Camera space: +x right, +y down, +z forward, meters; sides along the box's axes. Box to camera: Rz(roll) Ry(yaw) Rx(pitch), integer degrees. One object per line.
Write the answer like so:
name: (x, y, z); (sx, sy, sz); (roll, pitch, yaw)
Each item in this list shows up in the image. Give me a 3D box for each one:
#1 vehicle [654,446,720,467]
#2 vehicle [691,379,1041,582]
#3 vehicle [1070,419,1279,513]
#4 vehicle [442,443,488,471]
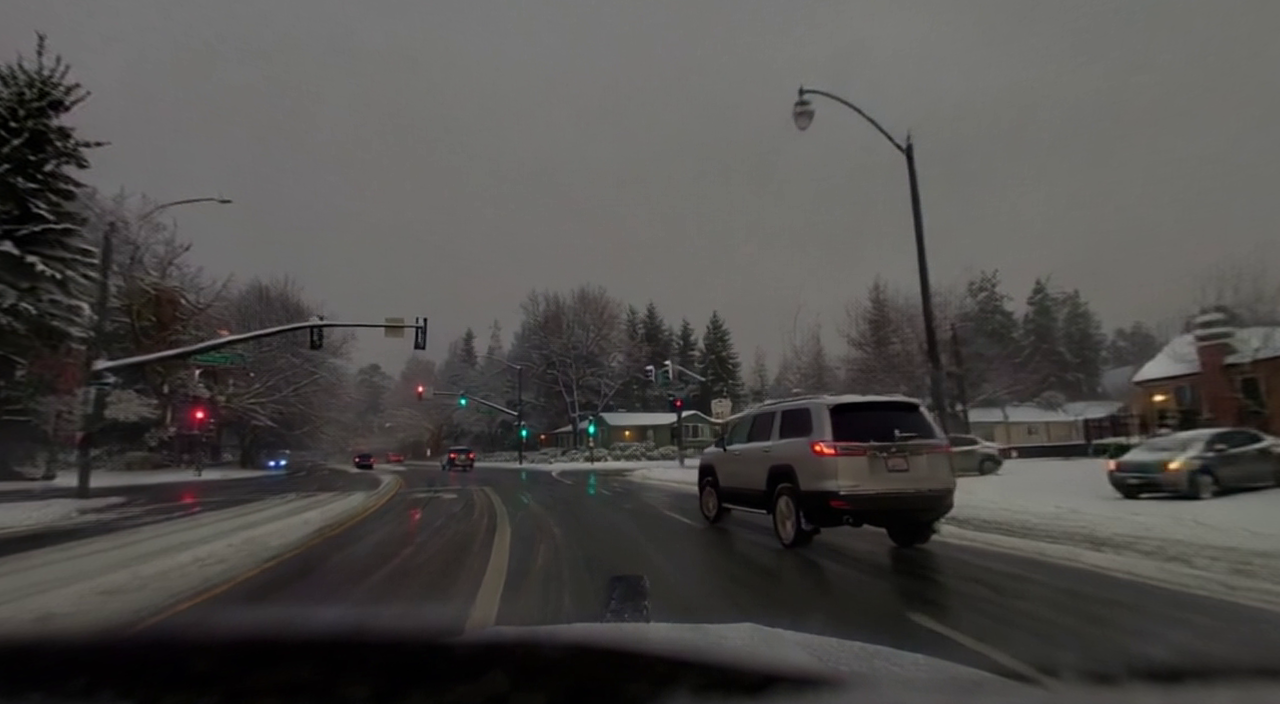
vehicle: (3.460, 7.689, 46.543); (4.413, 1.449, 1.963); (3, -9, -23)
vehicle: (2.662, 1.750, 9.479); (2.338, 2.063, 5.592); (1, -9, -11)
vehicle: (11.872, 2.320, 13.251); (4.426, 1.461, 1.996); (-3, -9, -13)
vehicle: (-11.700, 6.916, 41.866); (2.138, 1.729, 4.178); (4, -10, -26)
